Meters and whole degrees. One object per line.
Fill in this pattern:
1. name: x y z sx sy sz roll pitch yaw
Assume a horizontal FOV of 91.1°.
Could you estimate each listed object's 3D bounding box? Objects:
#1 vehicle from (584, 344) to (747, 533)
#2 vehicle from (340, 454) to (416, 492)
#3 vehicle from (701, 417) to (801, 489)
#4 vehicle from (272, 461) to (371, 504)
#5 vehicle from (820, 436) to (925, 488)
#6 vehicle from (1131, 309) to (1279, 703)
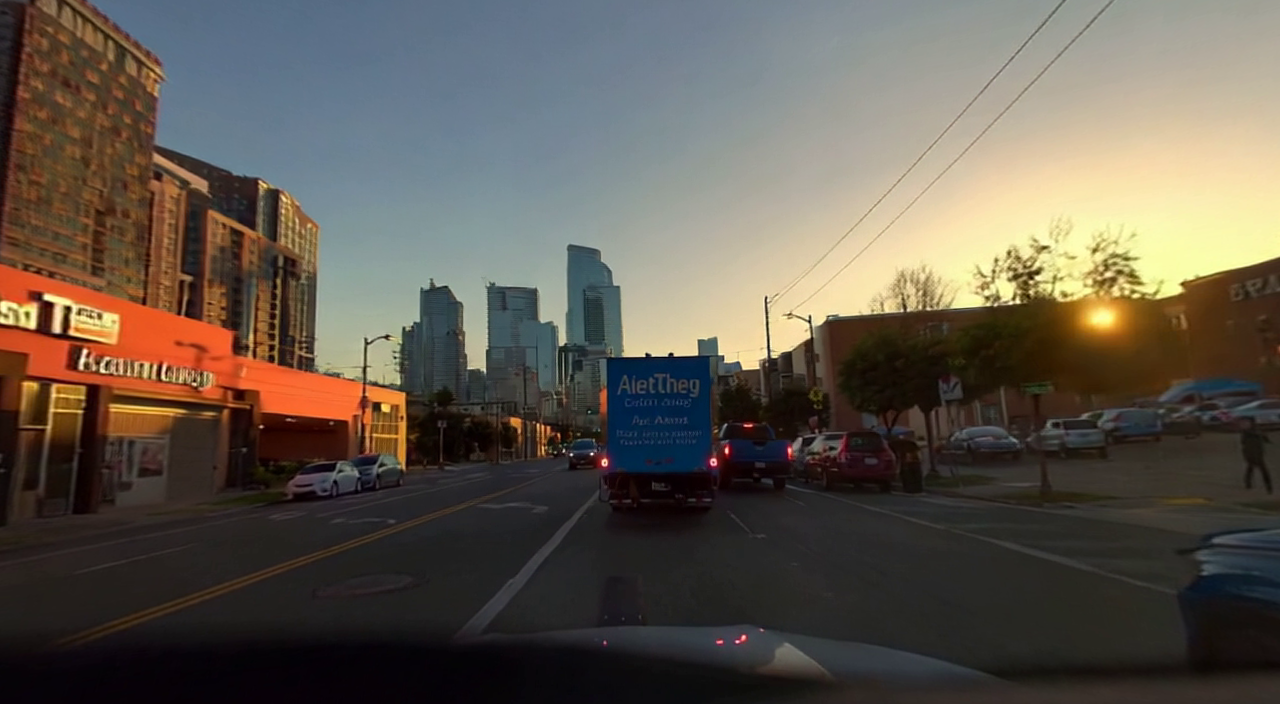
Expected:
1. vehicle: 0.284 1.773 12.920 2.517 2.926 6.177 0 -8 -2
2. vehicle: -13.193 6.071 31.873 1.943 1.682 4.365 0 -8 0
3. vehicle: 3.455 3.289 20.741 2.346 2.062 5.236 0 -8 0
4. vehicle: -13.342 5.478 26.655 1.901 1.508 4.405 0 -8 0
5. vehicle: 7.682 3.655 21.224 1.951 1.548 4.290 0 -8 1
6. vehicle: 3.426 0.495 0.706 2.104 1.786 4.498 0 -8 1
